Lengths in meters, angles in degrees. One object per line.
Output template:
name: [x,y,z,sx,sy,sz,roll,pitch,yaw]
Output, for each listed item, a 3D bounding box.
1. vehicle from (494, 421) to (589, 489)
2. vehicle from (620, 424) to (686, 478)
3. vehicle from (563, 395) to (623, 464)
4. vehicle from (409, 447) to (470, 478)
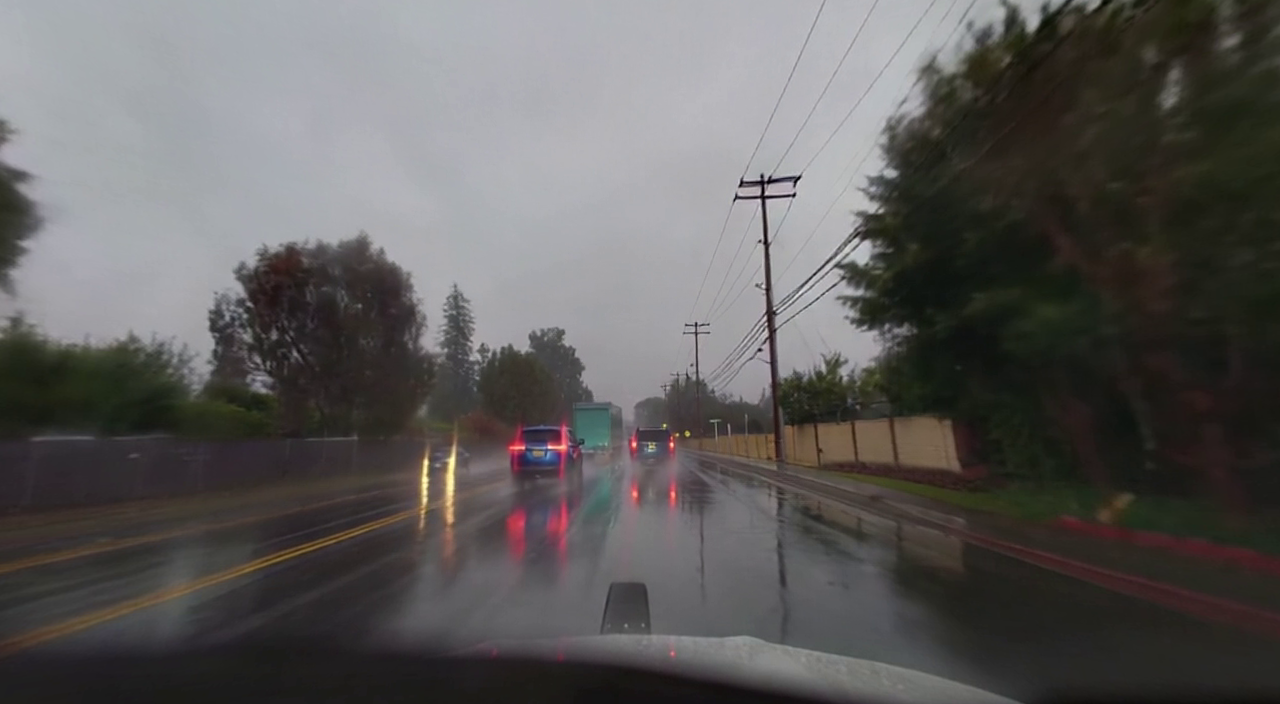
vehicle: [-2.868,3.145,19.502,2.093,1.832,4.508,0,-8,2]
vehicle: [0.426,3.535,22.662,2.174,1.749,4.113,0,-8,0]
vehicle: [-2.640,4.913,39.134,2.928,3.658,10.953,0,-8,0]
vehicle: [-11.562,6.378,36.664,2.052,1.401,4.191,-6,-8,0]
